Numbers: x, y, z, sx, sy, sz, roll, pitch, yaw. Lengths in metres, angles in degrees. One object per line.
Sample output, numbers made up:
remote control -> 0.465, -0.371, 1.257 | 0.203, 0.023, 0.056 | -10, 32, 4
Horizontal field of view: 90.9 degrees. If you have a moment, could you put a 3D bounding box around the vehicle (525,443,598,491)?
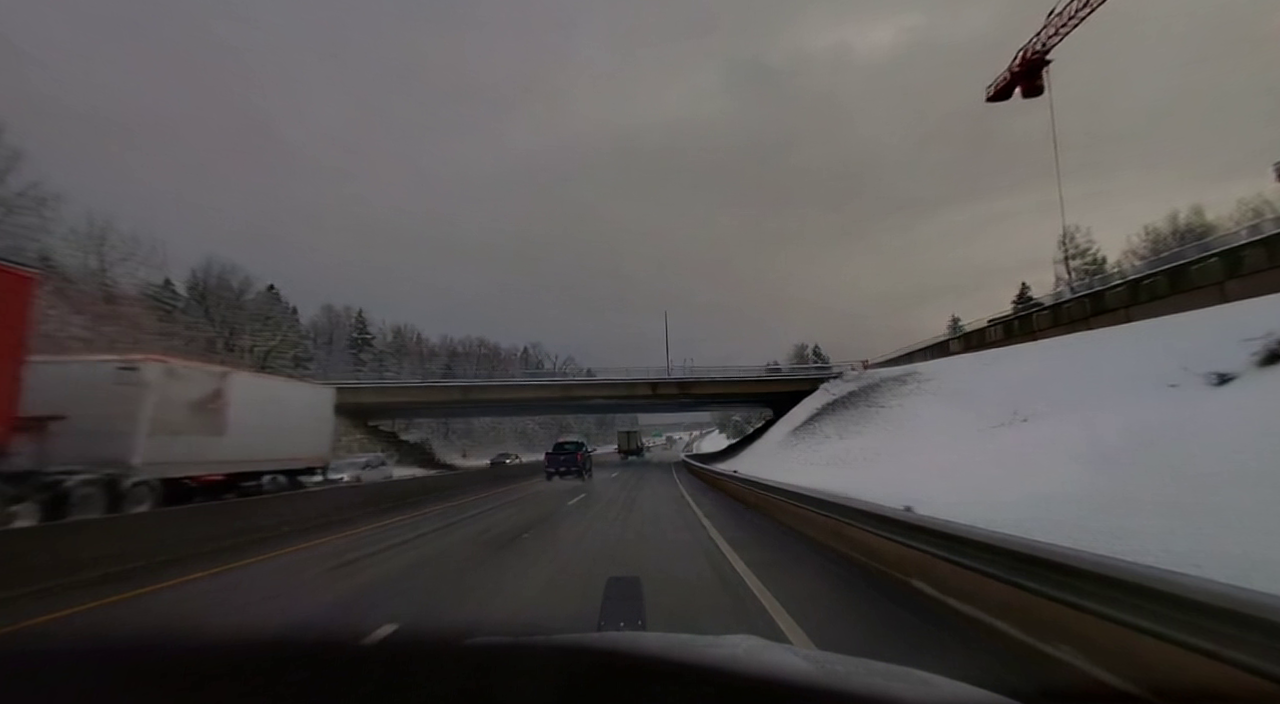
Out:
vehicle -> -2.873, 4.347, 24.028 | 2.194, 1.648, 3.984 | -1, -9, 1

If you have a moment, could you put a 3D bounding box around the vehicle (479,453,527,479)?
vehicle -> -8.552, 7.133, 39.694 | 1.918, 1.483, 4.090 | -1, -9, 2
